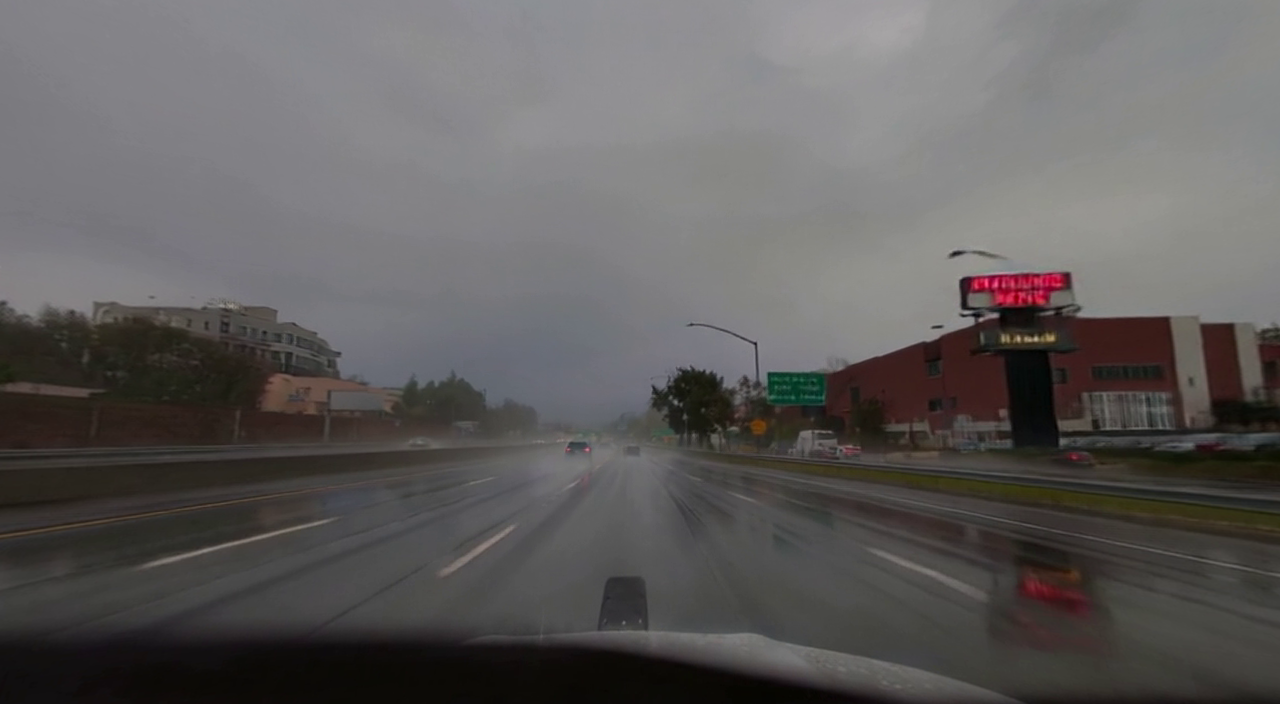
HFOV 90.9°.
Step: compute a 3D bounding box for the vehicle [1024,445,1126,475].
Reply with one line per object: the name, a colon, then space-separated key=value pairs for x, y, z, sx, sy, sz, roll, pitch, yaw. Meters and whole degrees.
vehicle: x=26.988 y=6.692 z=39.422 sx=1.972 sy=1.749 sz=5.464 roll=1 pitch=-8 yaw=-7
